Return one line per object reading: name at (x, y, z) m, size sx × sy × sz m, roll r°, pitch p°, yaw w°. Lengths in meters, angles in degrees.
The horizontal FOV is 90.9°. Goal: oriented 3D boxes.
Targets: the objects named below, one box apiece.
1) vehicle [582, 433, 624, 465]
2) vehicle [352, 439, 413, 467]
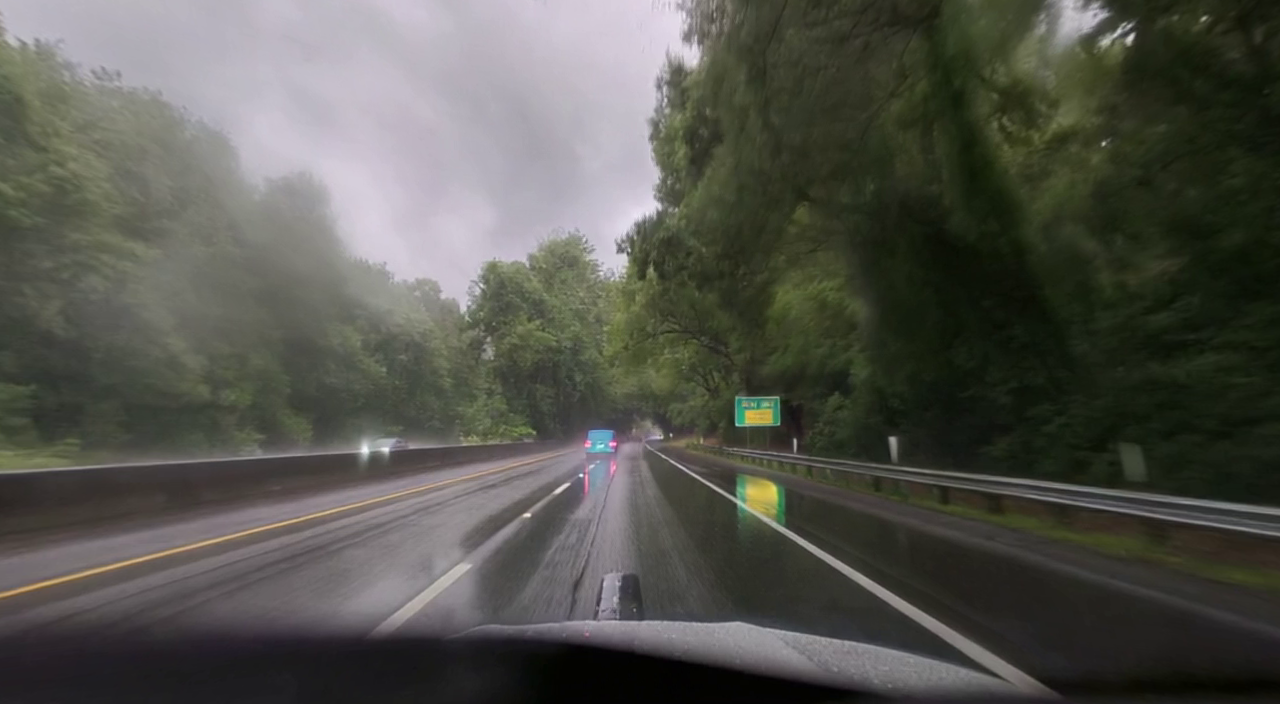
vehicle at (-2.019, 5.420, 35.496) m, size 2.094 × 1.653 × 4.283 m, roll 0°, pitch -8°, yaw 1°
vehicle at (-16.255, 6.358, 40.081) m, size 2.047 × 1.671 × 4.414 m, roll 0°, pitch -8°, yaw -1°
